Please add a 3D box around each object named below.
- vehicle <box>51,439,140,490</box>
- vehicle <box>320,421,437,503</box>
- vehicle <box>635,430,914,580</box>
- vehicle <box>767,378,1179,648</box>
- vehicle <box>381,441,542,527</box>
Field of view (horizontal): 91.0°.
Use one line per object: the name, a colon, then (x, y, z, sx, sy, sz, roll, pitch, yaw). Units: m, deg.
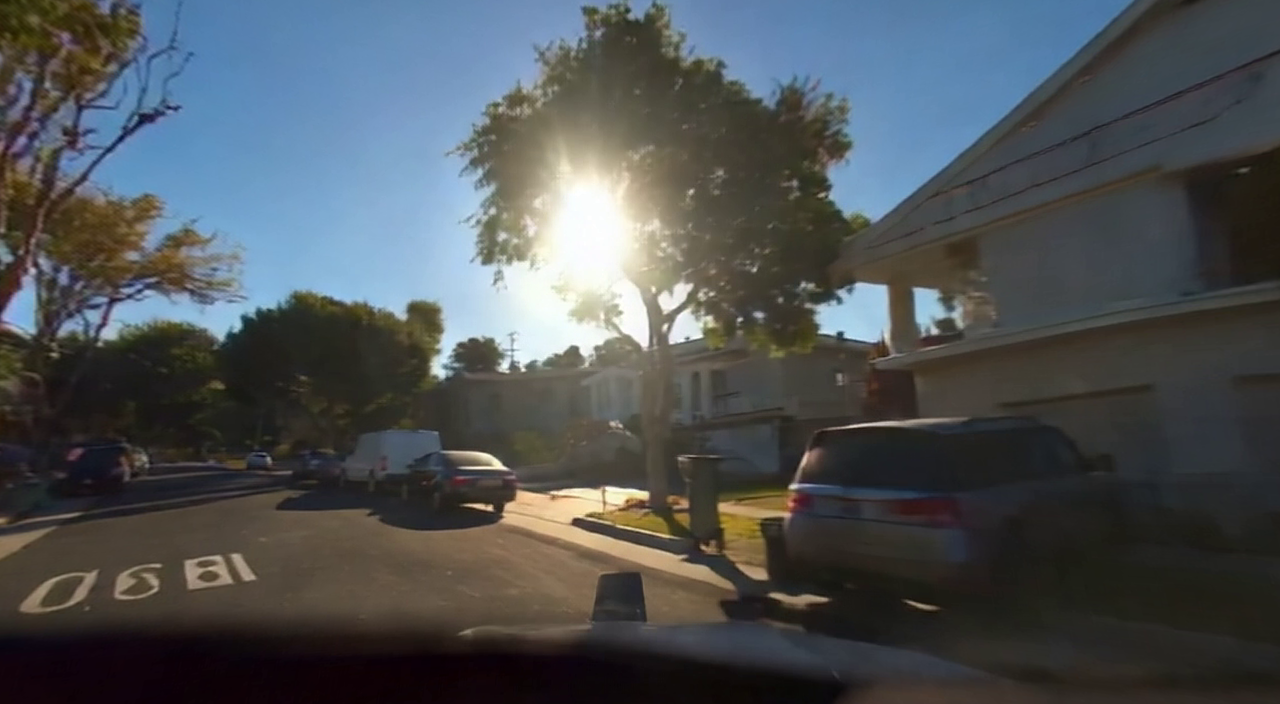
vehicle: (-18.338, 3.804, 21.388, 1.908, 1.493, 4.806, 9, -13, -37)
vehicle: (-8.168, 3.237, 19.394, 1.993, 2.129, 4.893, 6, -8, -37)
vehicle: (2.050, 1.992, 9.049, 4.030, 1.648, 1.827, 7, -11, -41)
vehicle: (3.764, 1.491, 6.869, 4.585, 1.969, 2.046, 6, -11, -36)
vehicle: (-4.159, 2.805, 14.145, 1.828, 1.442, 4.476, 6, -8, -38)
